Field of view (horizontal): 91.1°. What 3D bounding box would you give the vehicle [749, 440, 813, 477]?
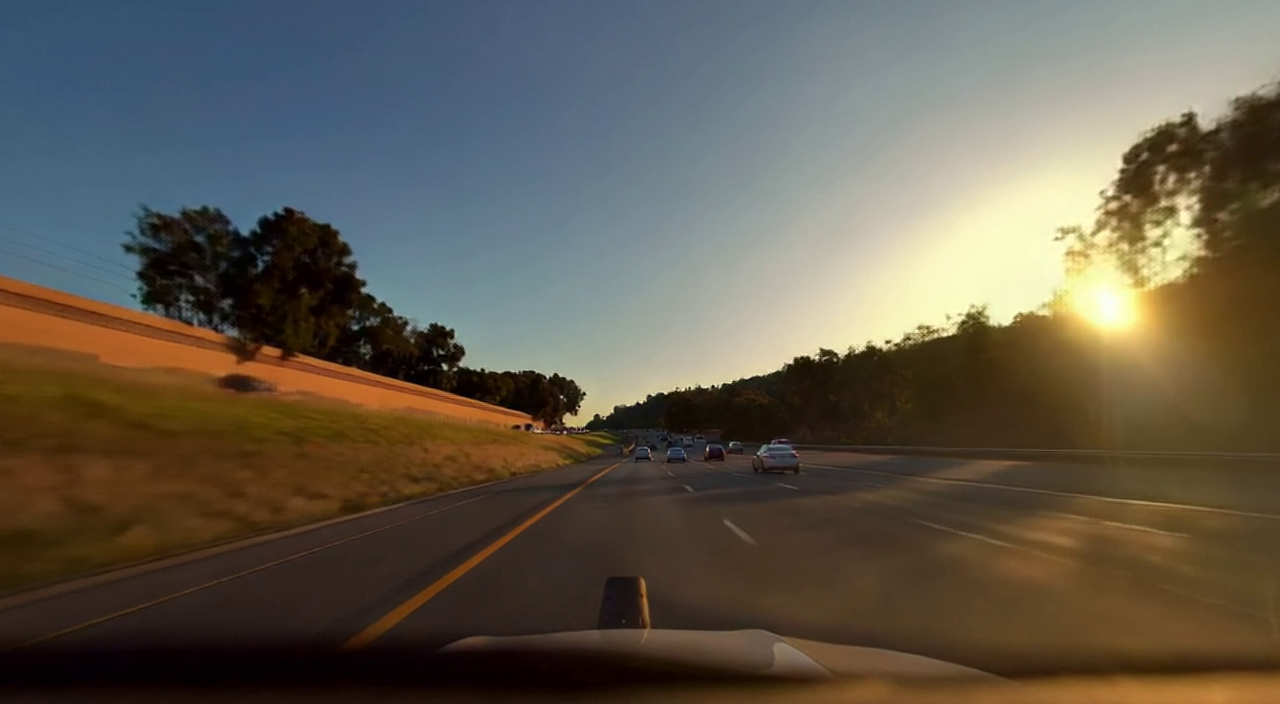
[{"bbox_3d":[6.938,5.276,31.444,2.048,1.697,4.689,0,-9,-1],"label":"vehicle"}]
